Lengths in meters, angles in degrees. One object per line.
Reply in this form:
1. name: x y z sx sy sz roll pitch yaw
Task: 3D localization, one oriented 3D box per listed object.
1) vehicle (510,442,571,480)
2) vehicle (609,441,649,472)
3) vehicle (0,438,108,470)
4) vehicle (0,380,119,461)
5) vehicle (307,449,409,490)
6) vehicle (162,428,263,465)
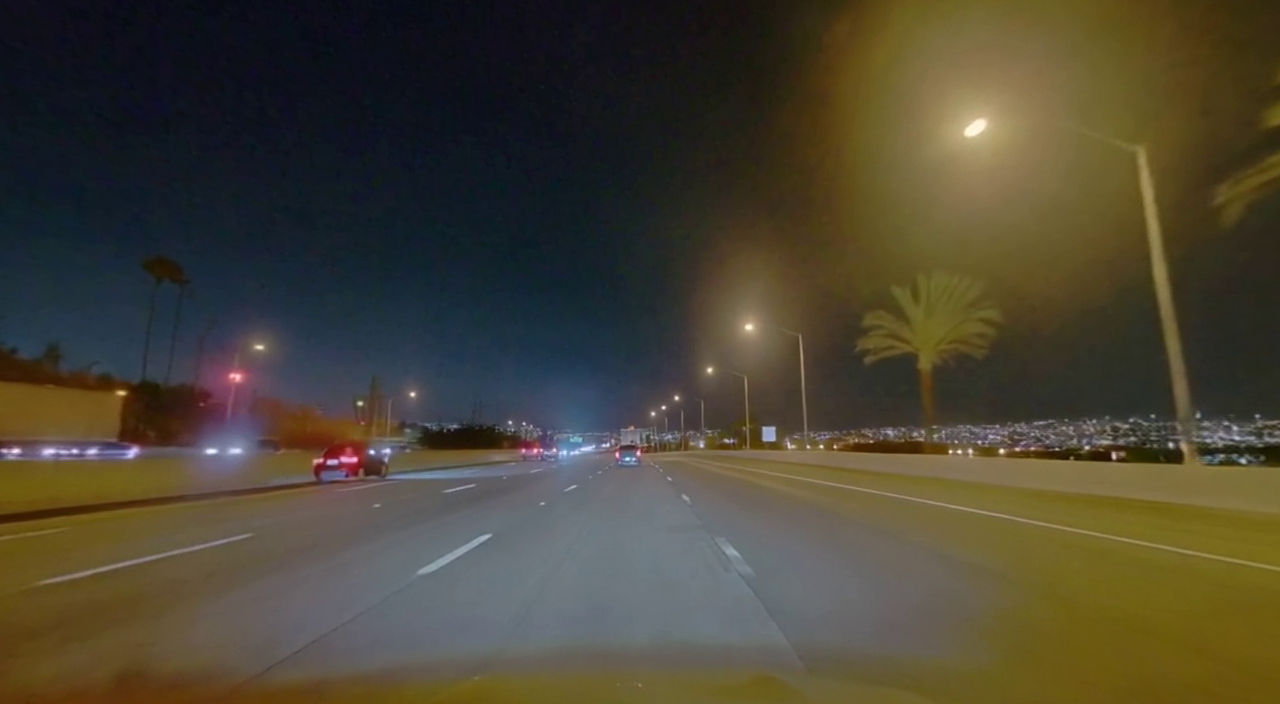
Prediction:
1. vehicle: -4.694 5.209 30.410 2.204 1.677 4.438 0 -8 0
2. vehicle: -0.650 6.013 36.530 2.201 1.672 4.128 0 -8 -1
3. vehicle: -28.993 4.973 30.991 1.846 1.427 4.505 0 -8 1
4. vehicle: -32.944 3.142 29.546 2.883 3.957 16.802 0 -9 0
5. vehicle: -11.381 4.760 25.946 1.946 1.473 4.763 0 -8 1
6. vehicle: -17.920 3.994 26.702 1.774 1.453 3.552 0 -8 -1
